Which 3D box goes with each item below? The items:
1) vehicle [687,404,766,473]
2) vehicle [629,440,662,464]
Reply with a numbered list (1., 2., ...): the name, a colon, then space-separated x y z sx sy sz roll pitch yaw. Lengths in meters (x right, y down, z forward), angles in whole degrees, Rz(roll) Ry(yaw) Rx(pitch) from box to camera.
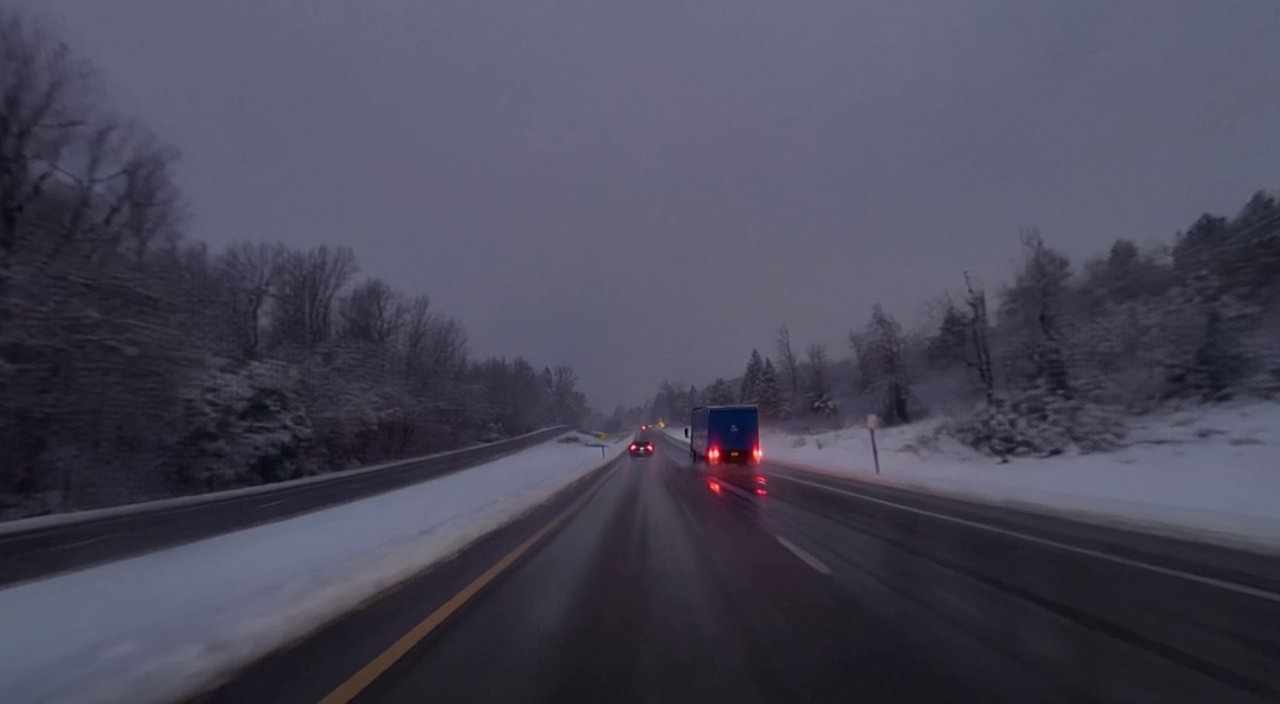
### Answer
1. vehicle: 4.375 4.703 33.670 3.015 3.211 7.982 1 -9 -1
2. vehicle: 0.369 6.953 43.579 2.170 1.544 4.373 0 -9 0
